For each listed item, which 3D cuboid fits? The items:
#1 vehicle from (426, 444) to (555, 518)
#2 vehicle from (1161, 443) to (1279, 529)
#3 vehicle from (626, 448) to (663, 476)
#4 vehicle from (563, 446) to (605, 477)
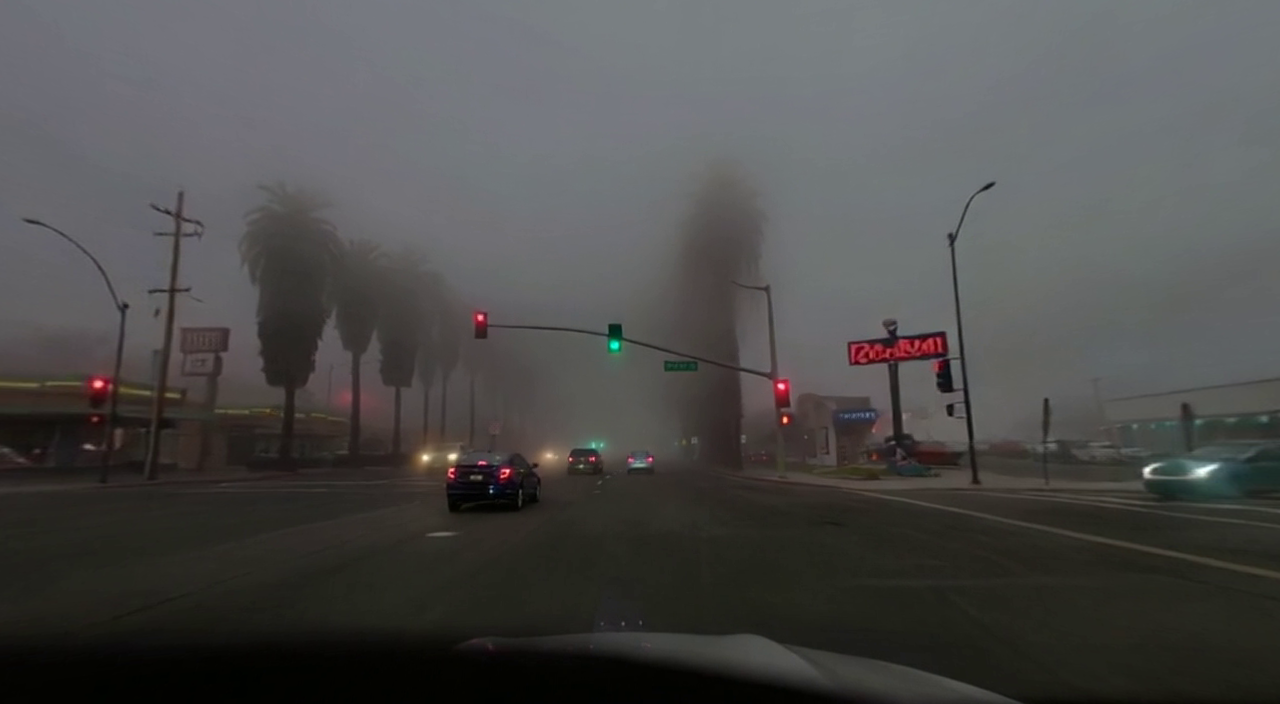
[{"bbox_3d":[-3.386,2.985,15.157,1.904,1.513,4.410,0,-8,2],"label":"vehicle"},{"bbox_3d":[12.648,2.382,11.527,4.361,1.428,1.944,0,-8,0],"label":"vehicle"},{"bbox_3d":[0.241,6.521,37.398,2.094,1.496,4.070,0,-8,0],"label":"vehicle"},{"bbox_3d":[-3.140,6.174,35.807,1.979,1.634,3.957,0,-8,1],"label":"vehicle"}]
